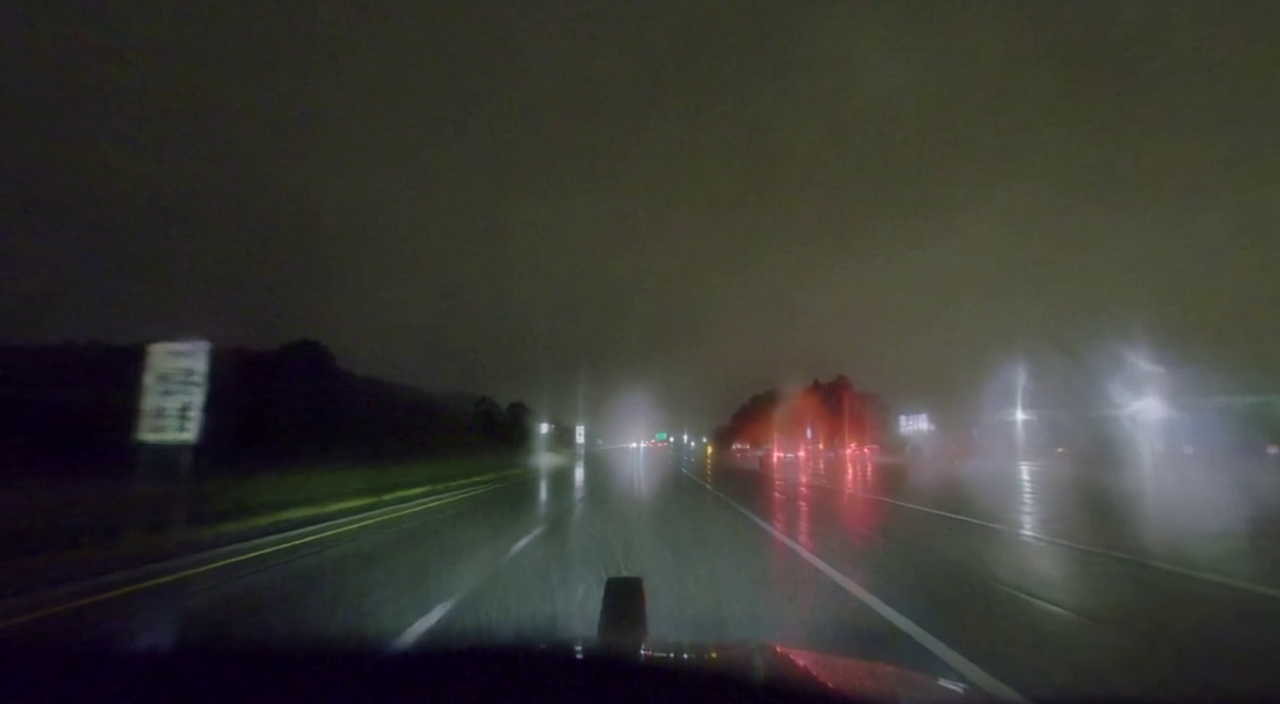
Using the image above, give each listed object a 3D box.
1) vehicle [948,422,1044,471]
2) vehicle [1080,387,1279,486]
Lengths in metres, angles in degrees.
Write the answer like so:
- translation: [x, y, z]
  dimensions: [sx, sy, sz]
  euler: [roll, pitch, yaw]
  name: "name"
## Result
- translation: [27.717, 7.443, 49.603]
  dimensions: [2.898, 3.543, 7.437]
  euler: [-1, -9, -1]
  name: "vehicle"
- translation: [27.666, 4.366, 32.302]
  dimensions: [3.160, 4.297, 9.428]
  euler: [0, -9, -1]
  name: "vehicle"
